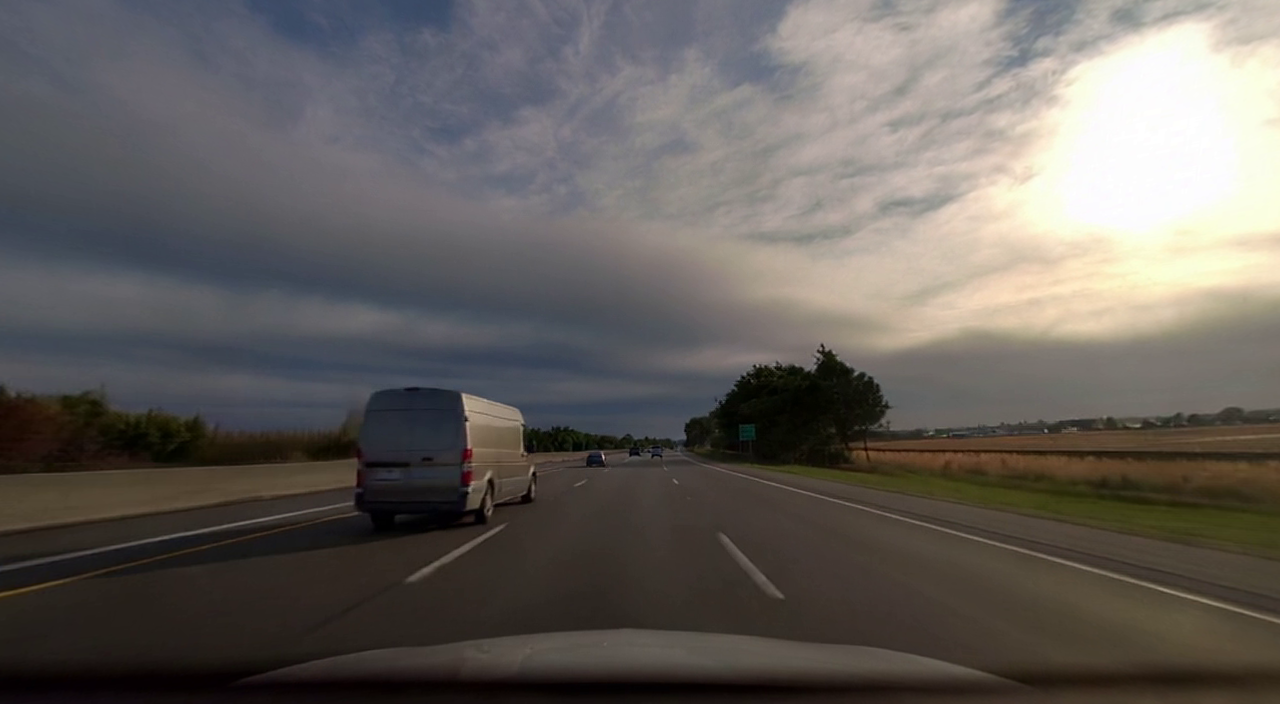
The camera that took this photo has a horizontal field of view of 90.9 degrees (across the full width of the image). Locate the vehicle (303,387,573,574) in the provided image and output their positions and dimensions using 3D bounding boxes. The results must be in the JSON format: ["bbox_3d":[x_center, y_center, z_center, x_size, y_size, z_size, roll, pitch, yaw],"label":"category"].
[{"bbox_3d":[-2.506,1.806,9.484,2.219,2.033,4.911,-1,-9,3],"label":"vehicle"}]

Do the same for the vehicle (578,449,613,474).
[{"bbox_3d":[-2.895,7.254,41.885,1.959,1.571,4.313,0,-9,1],"label":"vehicle"}]
